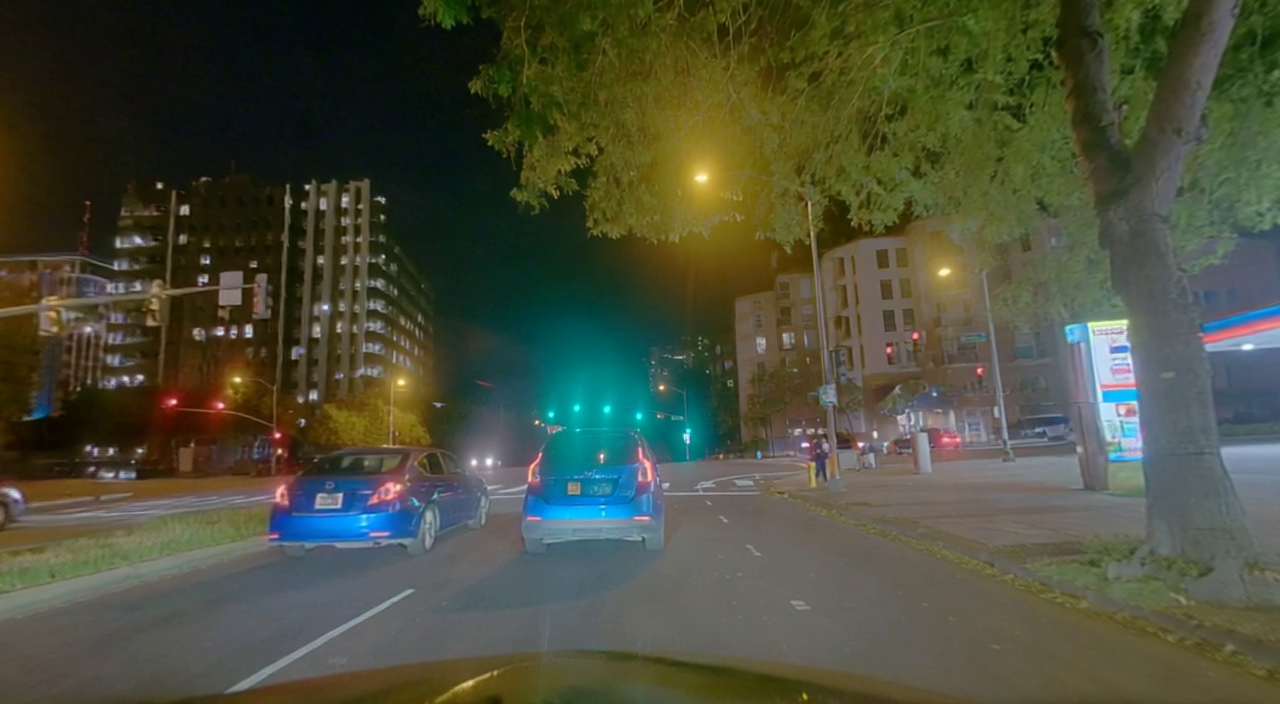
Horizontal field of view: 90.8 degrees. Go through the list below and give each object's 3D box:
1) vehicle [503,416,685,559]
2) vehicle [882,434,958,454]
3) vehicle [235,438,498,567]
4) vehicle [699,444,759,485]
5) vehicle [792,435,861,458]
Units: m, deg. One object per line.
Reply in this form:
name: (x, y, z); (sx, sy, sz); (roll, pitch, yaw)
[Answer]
vehicle: (-0.569, 1.965, 9.874); (2.210, 1.722, 4.215); (0, -8, 0)
vehicle: (20.746, 6.831, 46.936); (4.700, 1.417, 1.789); (0, -8, 2)
vehicle: (-3.697, 2.086, 9.601); (2.003, 1.492, 4.291); (0, -8, 1)
vehicle: (3.583, 4.356, 24.844); (1.976, 1.462, 4.342); (-2, -9, 12)
vehicle: (13.889, 7.056, 47.222); (4.524, 1.681, 1.823); (0, -8, -1)
